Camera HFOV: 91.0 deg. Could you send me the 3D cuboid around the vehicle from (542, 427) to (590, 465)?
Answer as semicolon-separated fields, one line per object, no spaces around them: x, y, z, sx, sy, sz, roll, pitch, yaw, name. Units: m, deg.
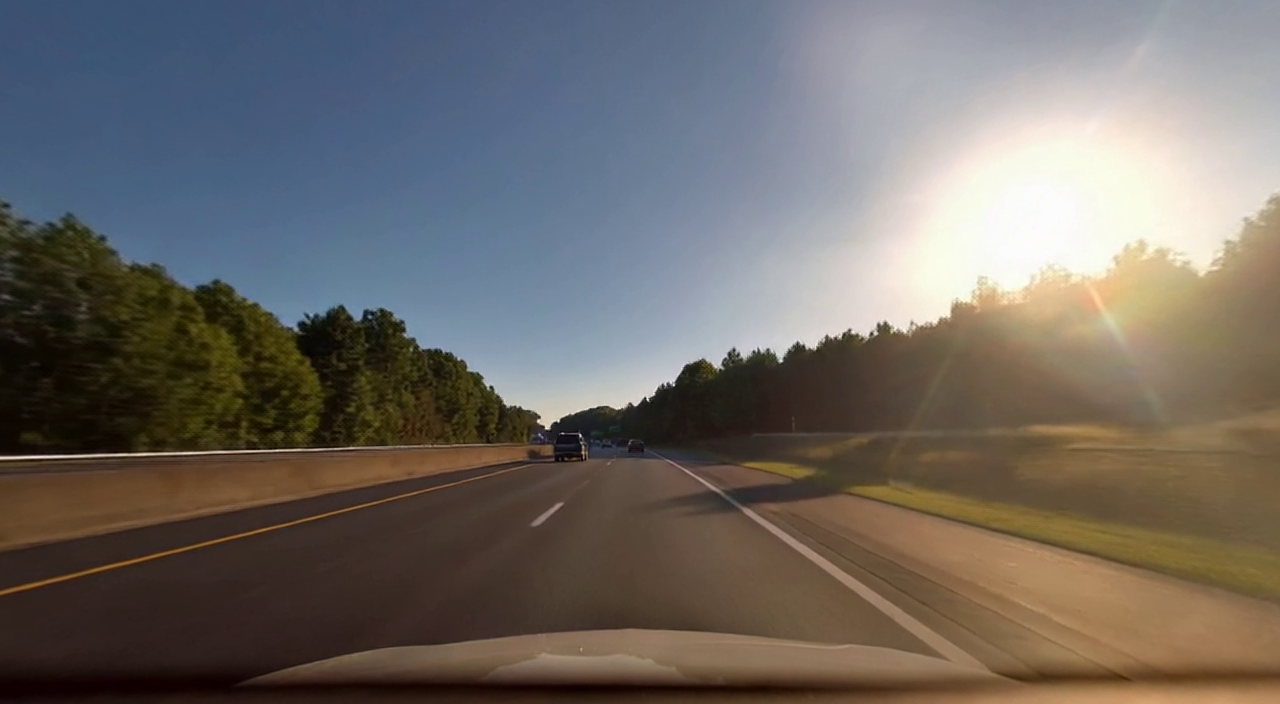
-4.197;5.457;36.675;2.241;2.034;4.890;0;-8;0;vehicle
